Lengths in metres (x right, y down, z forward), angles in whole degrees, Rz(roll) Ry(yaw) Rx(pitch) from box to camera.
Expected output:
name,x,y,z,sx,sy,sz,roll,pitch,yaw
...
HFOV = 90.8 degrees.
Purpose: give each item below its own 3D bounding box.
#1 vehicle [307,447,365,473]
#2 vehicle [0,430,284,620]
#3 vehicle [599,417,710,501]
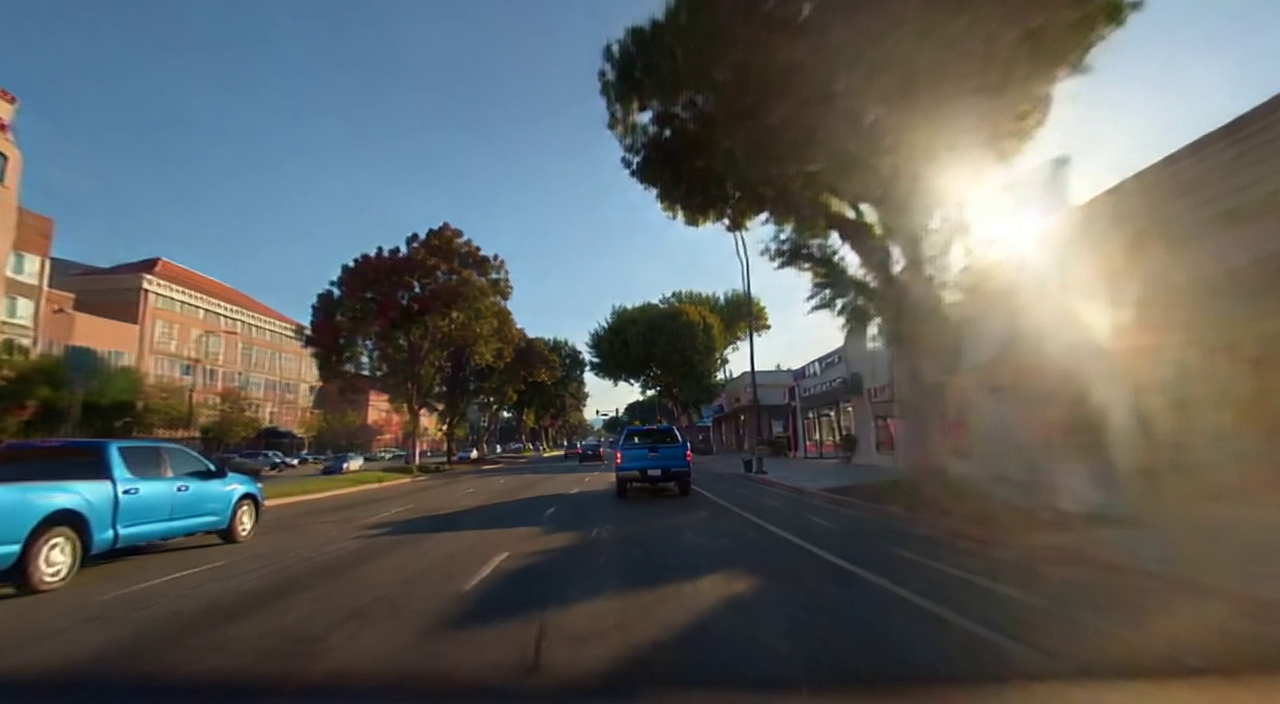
name,x,y,z,sx,sy,sz,roll,pitch,yaw
vehicle,-22.122,7.838,46.159,1.978,1.730,4.330,-1,-8,1
vehicle,-5.827,1.549,6.374,1.888,1.424,4.553,0,-8,-1
vehicle,0.213,2.914,17.670,2.590,1.932,5.776,0,-8,-3
